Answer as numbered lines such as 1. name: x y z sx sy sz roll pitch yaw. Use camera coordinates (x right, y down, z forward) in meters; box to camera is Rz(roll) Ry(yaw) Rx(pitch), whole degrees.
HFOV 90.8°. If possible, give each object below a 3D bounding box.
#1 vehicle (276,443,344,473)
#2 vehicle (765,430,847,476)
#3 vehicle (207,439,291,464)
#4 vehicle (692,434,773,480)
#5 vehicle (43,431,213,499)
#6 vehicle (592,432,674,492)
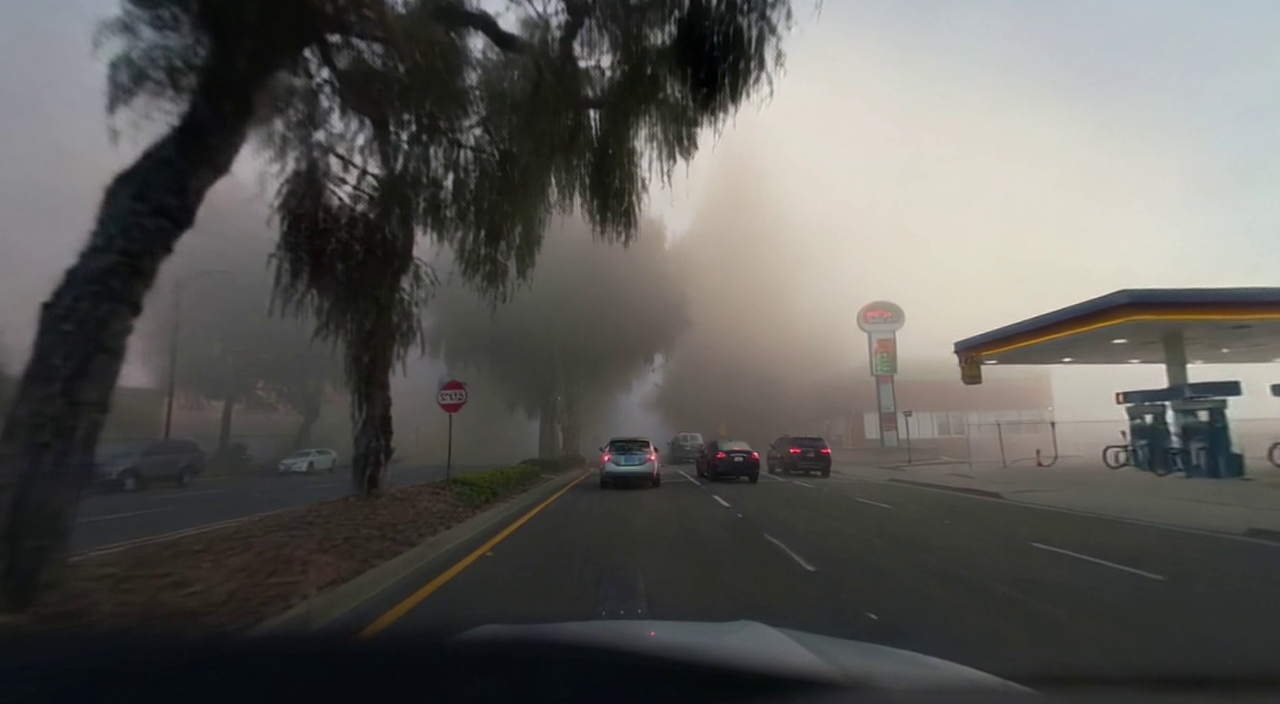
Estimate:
1. vehicle: -19.467 6.254 37.483 1.903 1.706 3.994 0 -8 -1
2. vehicle: 6.952 4.303 27.088 2.117 1.757 4.969 0 -8 -1
3. vehicle: -28.348 7.203 45.854 4.699 1.775 2.007 0 -8 0
4. vehicle: 3.215 3.788 22.991 2.124 1.476 4.730 0 -8 -1
5. vehicle: -19.073 4.138 23.999 2.222 2.141 5.390 -1 -6 -3
6. vehicle: -0.166 3.053 17.876 2.052 1.488 3.779 0 -8 0
